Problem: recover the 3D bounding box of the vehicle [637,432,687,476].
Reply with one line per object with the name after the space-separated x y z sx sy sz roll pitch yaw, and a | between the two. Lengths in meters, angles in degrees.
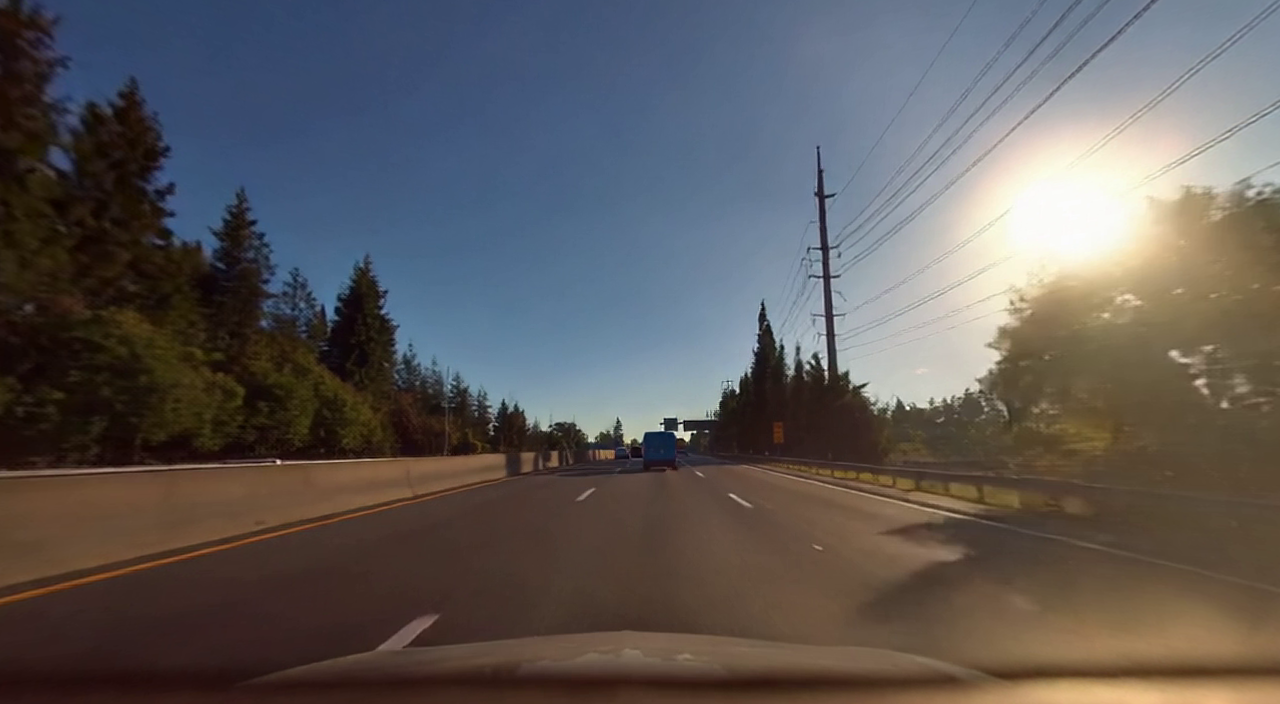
1.087 4.986 31.023 2.261 1.969 5.104 0 -9 2 | vehicle
